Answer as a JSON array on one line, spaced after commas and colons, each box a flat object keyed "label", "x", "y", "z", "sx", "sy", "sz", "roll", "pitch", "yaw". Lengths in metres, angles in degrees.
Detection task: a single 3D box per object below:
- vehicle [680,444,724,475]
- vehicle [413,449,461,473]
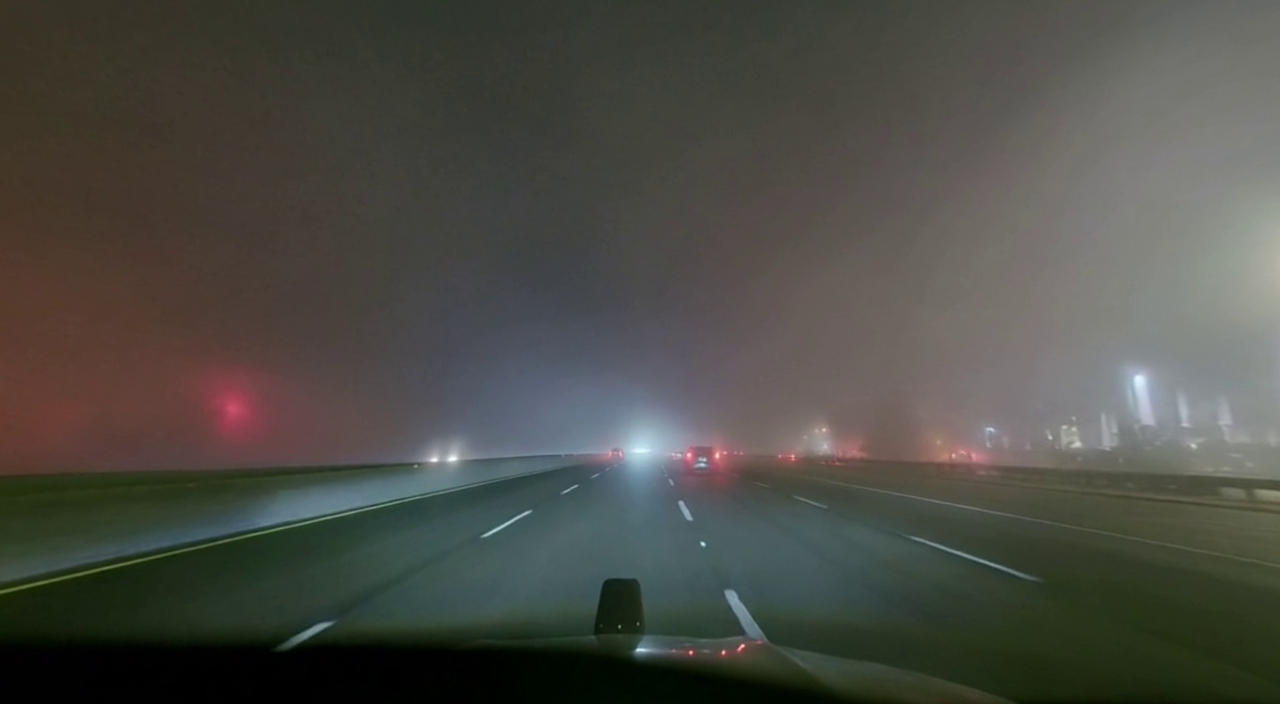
[{"label": "vehicle", "x": 3.355, "y": 5.939, "z": 35.043, "sx": 1.974, "sy": 1.557, "sz": 4.479, "roll": 0, "pitch": -9, "yaw": 0}, {"label": "vehicle", "x": -13.718, "y": 7.354, "z": 42.774, "sx": 1.749, "sy": 1.521, "sz": 4.263, "roll": 0, "pitch": -9, "yaw": 2}]
